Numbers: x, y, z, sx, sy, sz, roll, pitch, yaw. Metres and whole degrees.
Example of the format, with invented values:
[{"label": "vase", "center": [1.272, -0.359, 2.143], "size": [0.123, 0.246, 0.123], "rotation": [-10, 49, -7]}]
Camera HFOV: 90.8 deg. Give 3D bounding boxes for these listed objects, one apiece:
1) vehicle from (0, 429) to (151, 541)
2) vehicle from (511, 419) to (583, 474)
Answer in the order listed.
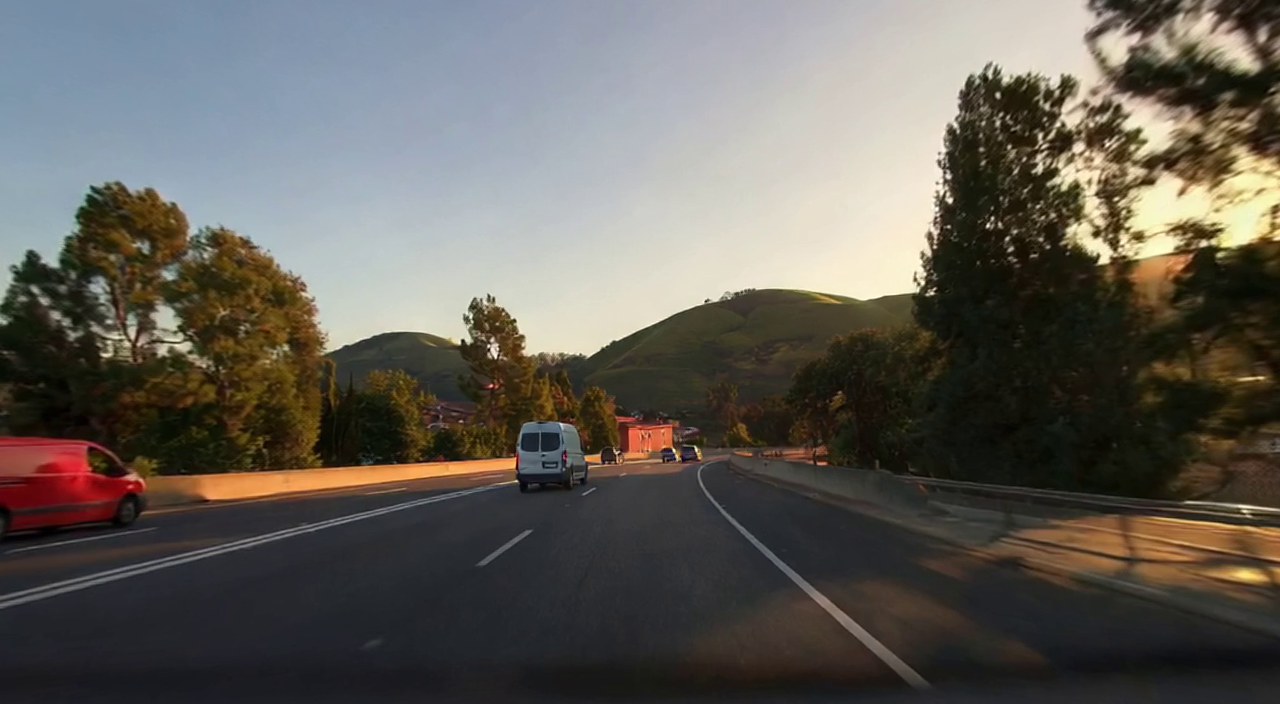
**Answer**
[{"label": "vehicle", "center": [-9.691, 1.880, 9.037], "size": [1.821, 1.524, 4.342], "rotation": [0, -9, 1]}, {"label": "vehicle", "center": [-4.904, 5.181, 34.525], "size": [2.314, 2.703, 6.441], "rotation": [-1, -9, 6]}]
